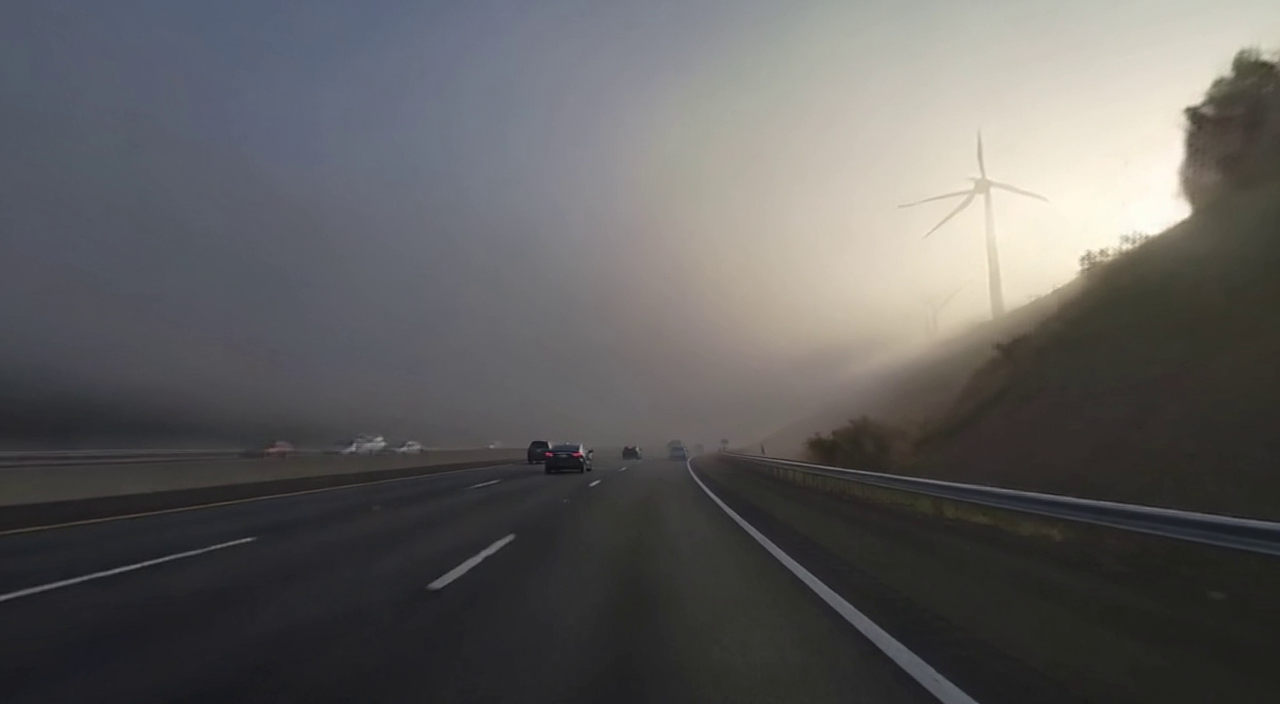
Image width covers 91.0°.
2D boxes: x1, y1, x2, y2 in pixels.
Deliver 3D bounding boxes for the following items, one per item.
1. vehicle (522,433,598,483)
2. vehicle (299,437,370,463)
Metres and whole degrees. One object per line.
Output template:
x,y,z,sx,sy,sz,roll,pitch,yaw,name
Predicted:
-2.909,3.982,23.957,2.118,1.702,4.355,0,-9,3,vehicle
-19.859,6.391,41.220,2.043,1.569,4.811,0,-9,3,vehicle
